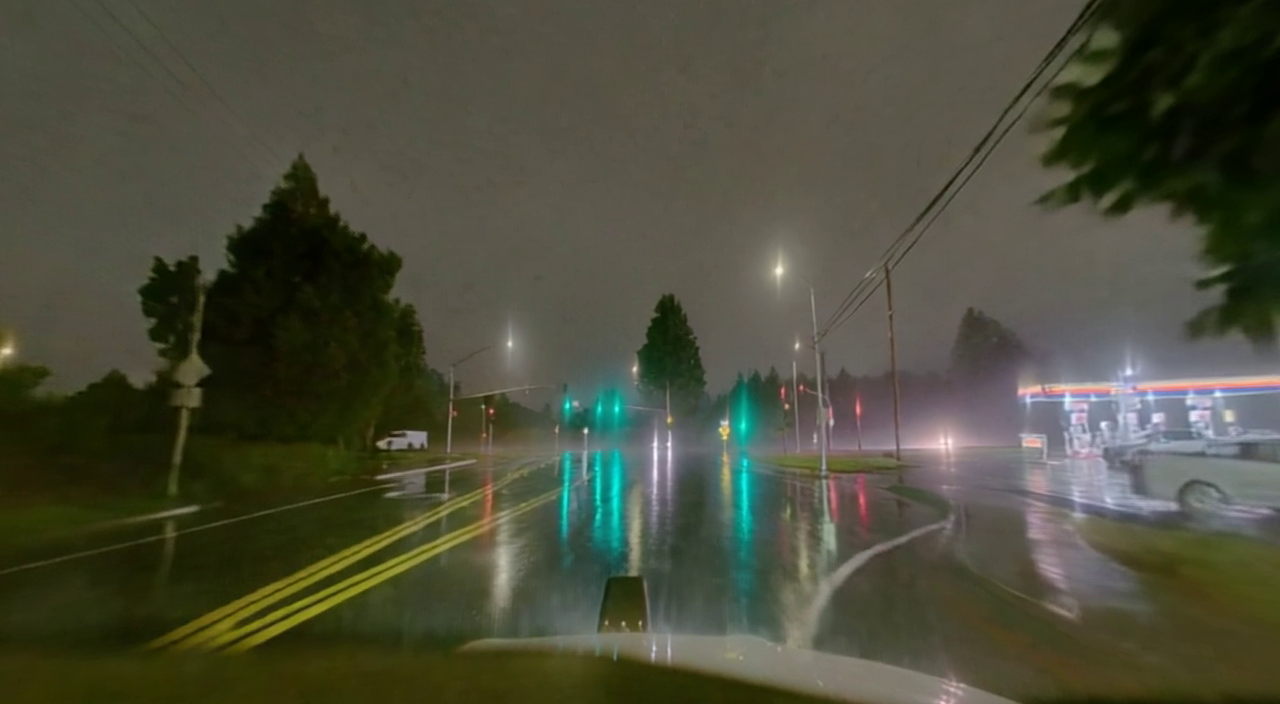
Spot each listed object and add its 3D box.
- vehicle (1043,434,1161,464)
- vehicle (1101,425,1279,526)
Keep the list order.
[{"bbox_3d":[23.767,4.994,32.372,4.661,1.476,1.943,1,-8,-5],"label":"vehicle"},{"bbox_3d":[11.093,2.154,11.140,4.311,1.639,1.862,-4,-9,25],"label":"vehicle"}]
